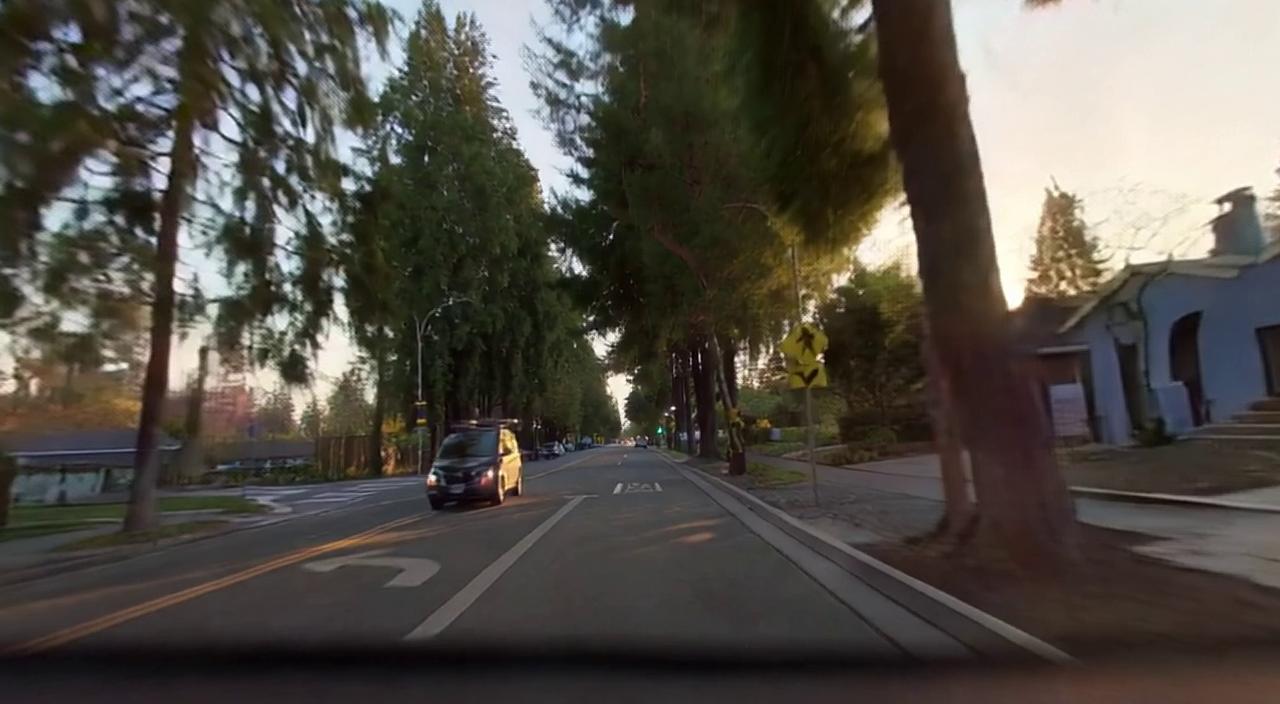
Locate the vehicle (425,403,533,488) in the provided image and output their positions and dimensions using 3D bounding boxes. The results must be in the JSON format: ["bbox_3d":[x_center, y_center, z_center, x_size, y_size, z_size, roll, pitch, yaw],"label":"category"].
[{"bbox_3d":[-5.808,3.504,23.730,2.303,2.760,5.868,0,-8,2],"label":"vehicle"}]
